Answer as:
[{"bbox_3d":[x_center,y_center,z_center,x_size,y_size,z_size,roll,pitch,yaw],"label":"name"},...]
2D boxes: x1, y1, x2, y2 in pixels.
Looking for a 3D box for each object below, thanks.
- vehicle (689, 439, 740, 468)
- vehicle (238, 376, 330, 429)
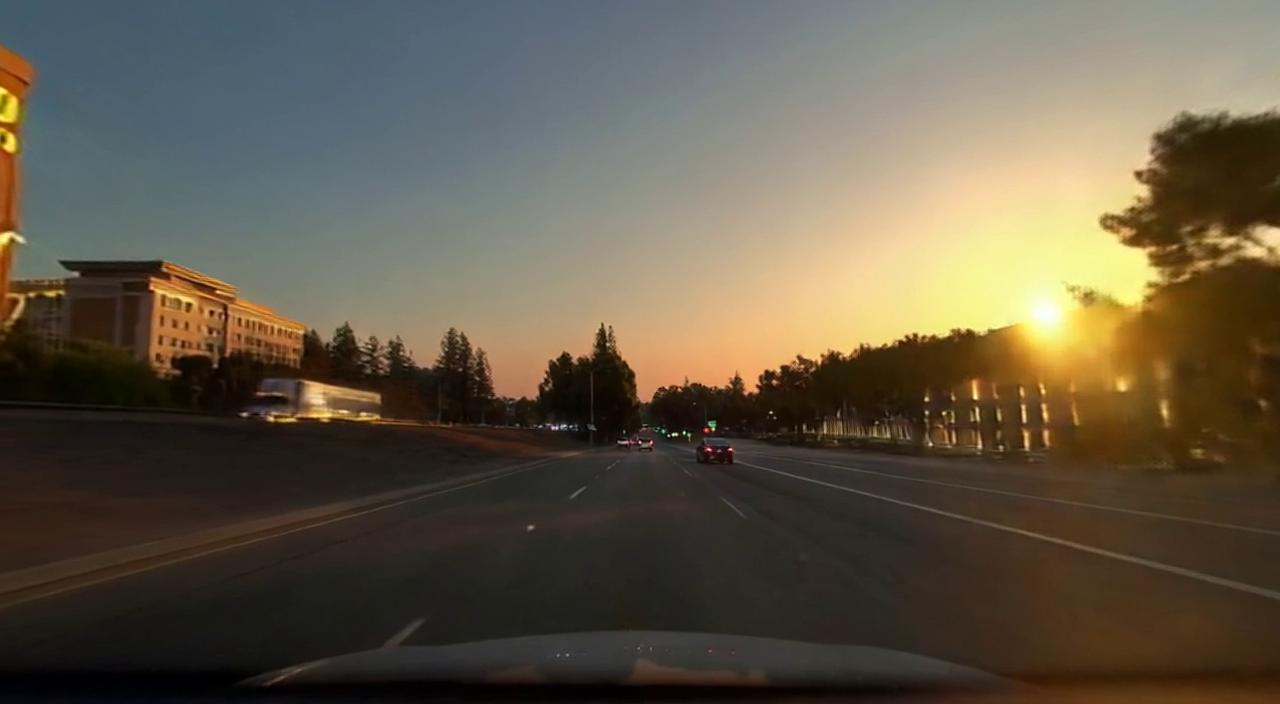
[{"bbox_3d":[3.806,5.299,33.095,2.069,1.431,4.313,0,-8,-1],"label":"vehicle"},{"bbox_3d":[-27.610,4.069,49.382,2.975,3.655,7.228,0,-8,-1],"label":"vehicle"}]
